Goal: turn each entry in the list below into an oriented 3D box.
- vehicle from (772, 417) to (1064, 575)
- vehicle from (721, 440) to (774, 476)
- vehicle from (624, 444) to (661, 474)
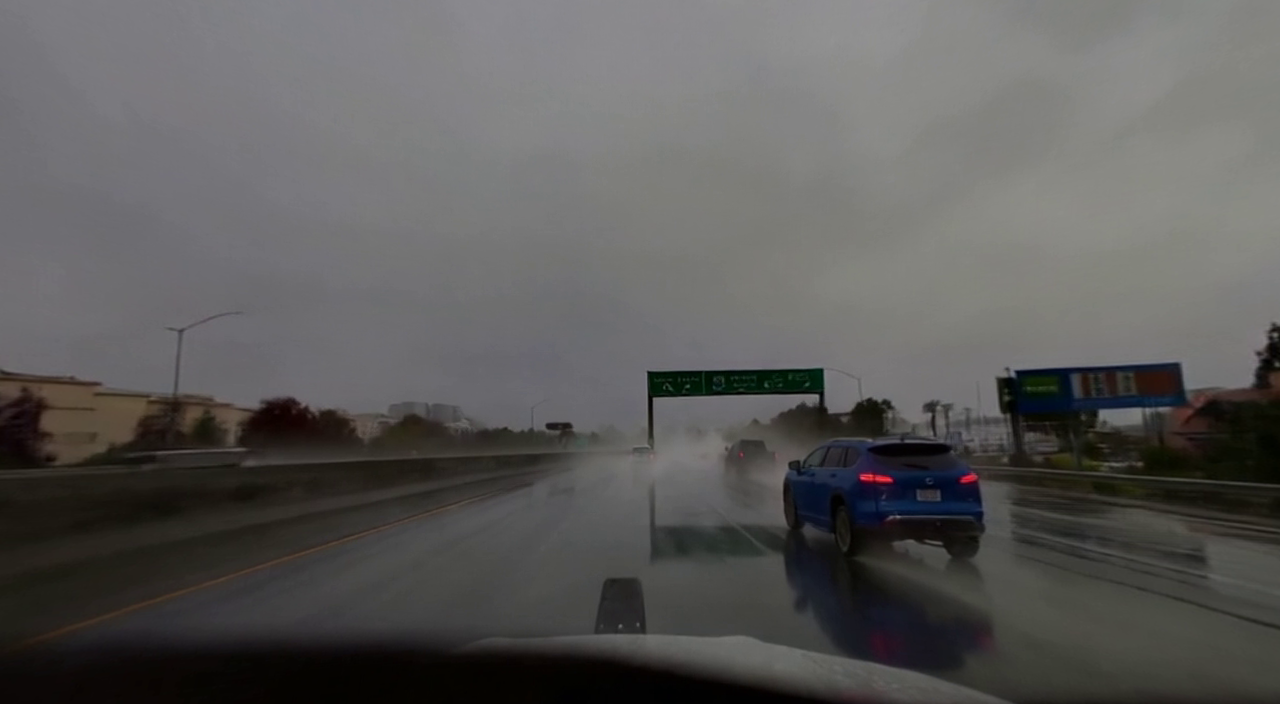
[{"bbox_3d":[3.417,1.858,8.945,2.097,1.659,4.320,0,-9,-1],"label":"vehicle"},{"bbox_3d":[7.319,7.284,43.768,2.526,2.230,6.190,0,-9,0],"label":"vehicle"},{"bbox_3d":[0.161,6.695,39.869,2.181,1.768,4.383,0,-9,0],"label":"vehicle"}]
